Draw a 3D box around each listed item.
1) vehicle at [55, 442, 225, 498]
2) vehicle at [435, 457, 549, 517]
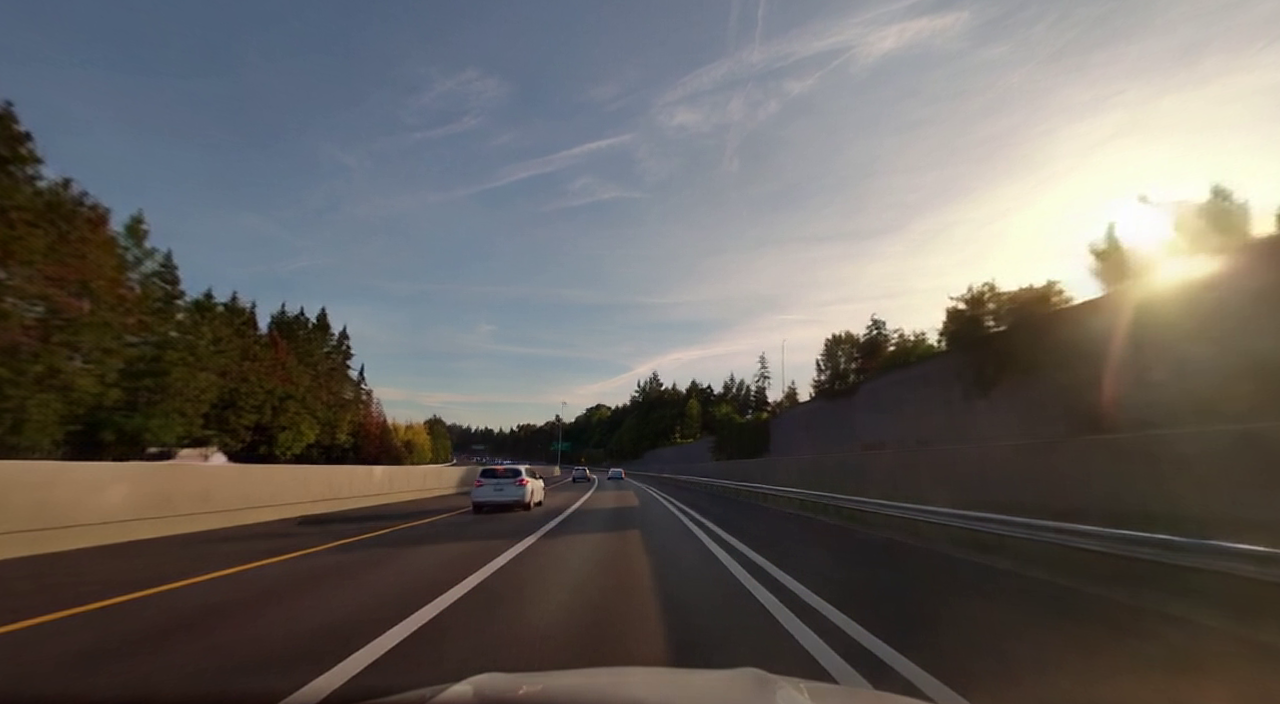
[{"bbox_3d":[-15.520,3.725,19.934,1.904,1.529,4.206,1,-11,-1],"label":"vehicle"},{"bbox_3d":[-4.351,4.116,19.527,2.328,1.559,5.041,1,-11,-1],"label":"vehicle"}]
